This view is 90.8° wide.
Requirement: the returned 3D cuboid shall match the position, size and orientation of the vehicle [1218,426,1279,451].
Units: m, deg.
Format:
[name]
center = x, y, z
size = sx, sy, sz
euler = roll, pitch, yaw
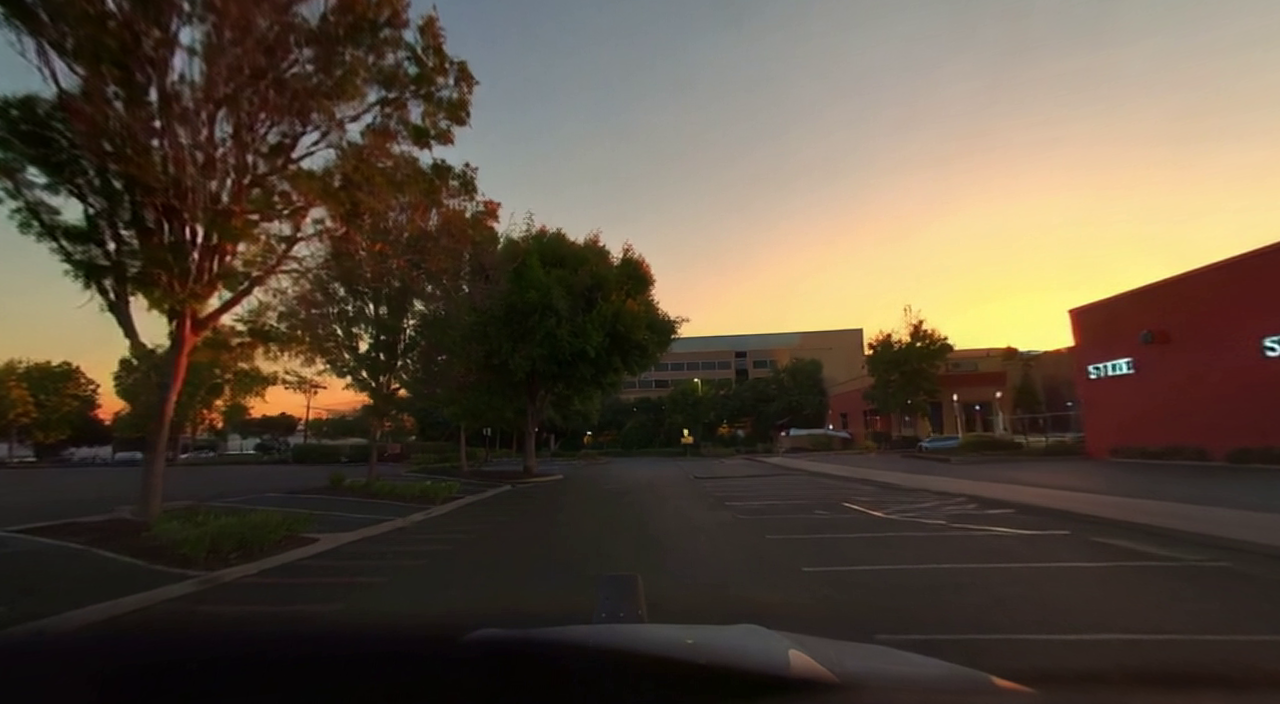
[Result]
[vehicle]
center = 47.591, 6.513, 47.594
size = 5.754, 1.838, 2.161
euler = 0, -8, 1
